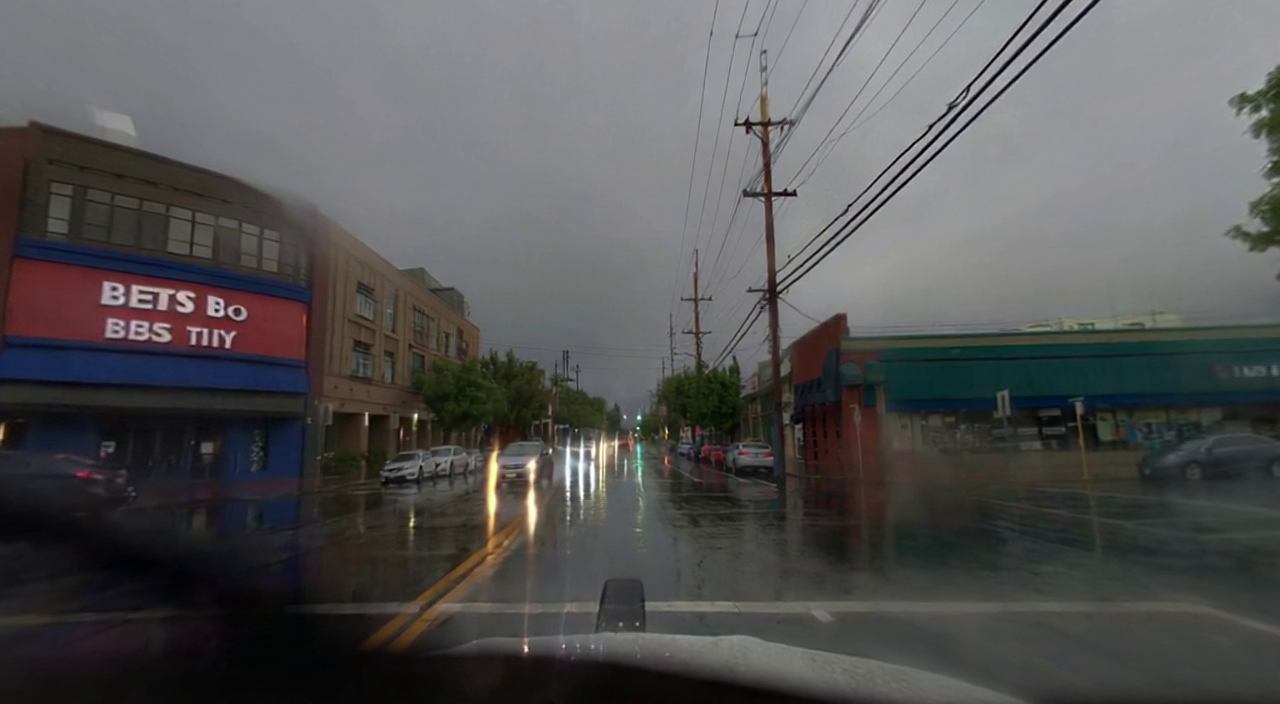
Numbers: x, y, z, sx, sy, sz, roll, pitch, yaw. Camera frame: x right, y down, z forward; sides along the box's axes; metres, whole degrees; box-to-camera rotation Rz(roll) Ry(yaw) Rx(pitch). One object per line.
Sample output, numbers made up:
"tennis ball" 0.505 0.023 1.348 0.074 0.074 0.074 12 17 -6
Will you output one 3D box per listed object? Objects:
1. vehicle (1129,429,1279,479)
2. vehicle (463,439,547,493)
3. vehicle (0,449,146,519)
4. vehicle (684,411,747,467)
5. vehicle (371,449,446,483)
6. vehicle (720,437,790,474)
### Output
"vehicle" 18.619 3.230 20.115 4.368 1.479 1.985 0 -8 1
"vehicle" -4.160 3.545 20.098 1.914 1.506 4.125 0 -8 -3
"vehicle" -15.066 3.080 14.972 4.729 1.518 2.107 3 -9 -17
"vehicle" 4.599 5.535 40.037 2.815 3.203 7.558 0 -8 -2
"vehicle" -10.958 5.383 30.244 1.978 1.452 4.263 0 -8 0
"vehicle" 5.590 5.088 31.307 1.963 1.646 4.204 2 -9 -11
